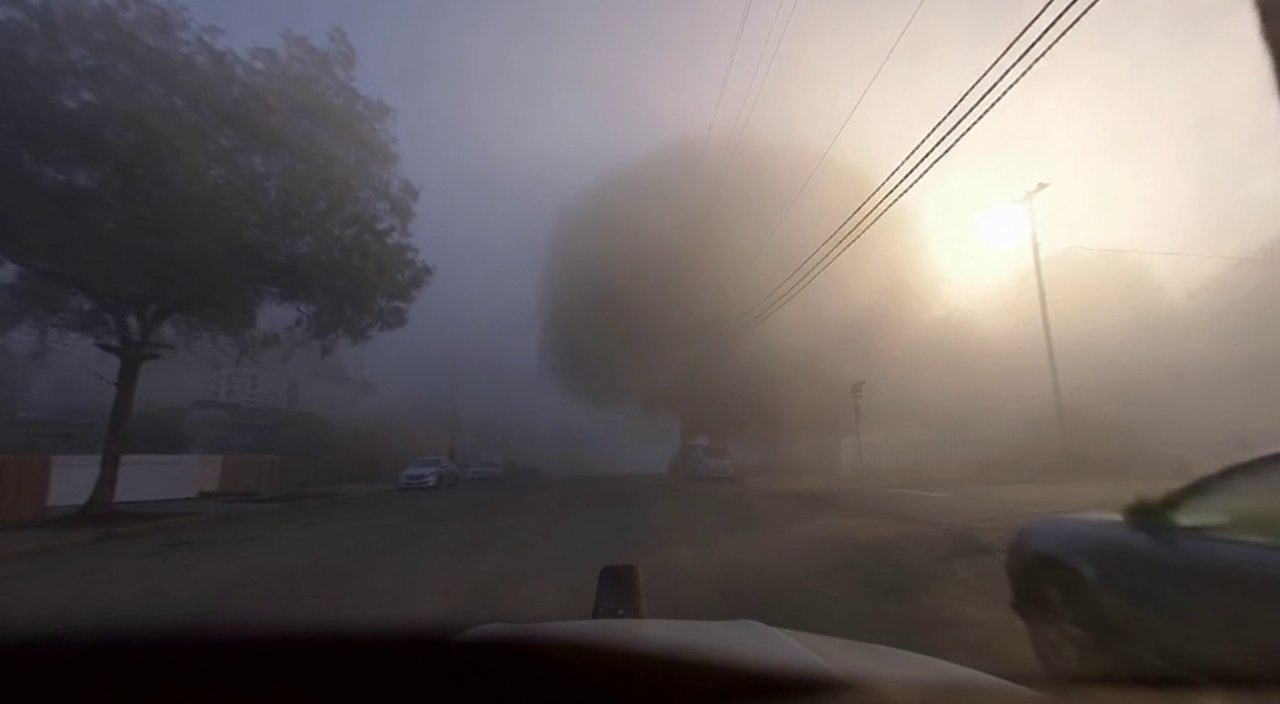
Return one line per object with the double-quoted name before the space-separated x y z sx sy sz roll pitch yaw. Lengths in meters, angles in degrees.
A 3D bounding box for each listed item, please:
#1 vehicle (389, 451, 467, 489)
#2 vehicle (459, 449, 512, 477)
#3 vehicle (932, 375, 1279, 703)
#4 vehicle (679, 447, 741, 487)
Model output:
"vehicle" -8.855 4.958 26.846 1.937 1.427 4.510 0 -9 -3
"vehicle" -9.226 6.635 38.097 2.027 1.584 4.476 0 -9 1
"vehicle" 3.042 0.884 2.314 1.995 1.521 4.006 0 -9 0
"vehicle" 2.879 4.815 26.818 1.927 1.529 4.144 0 -9 -3
